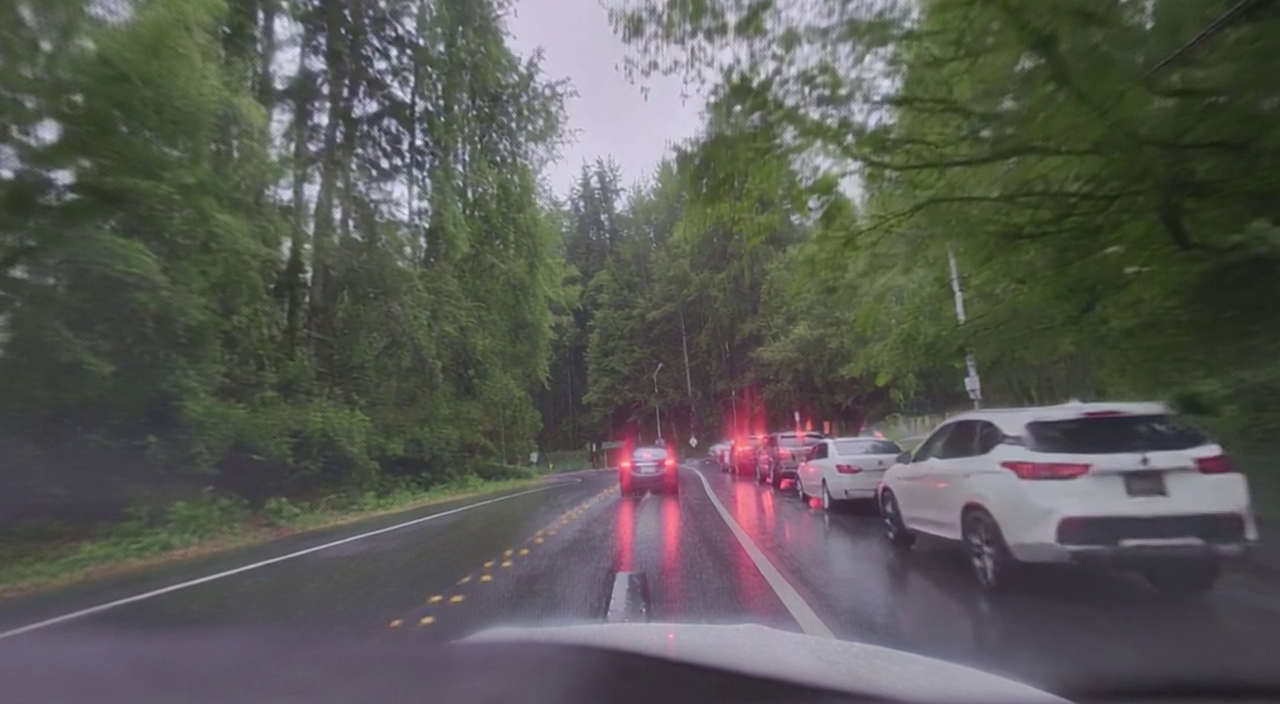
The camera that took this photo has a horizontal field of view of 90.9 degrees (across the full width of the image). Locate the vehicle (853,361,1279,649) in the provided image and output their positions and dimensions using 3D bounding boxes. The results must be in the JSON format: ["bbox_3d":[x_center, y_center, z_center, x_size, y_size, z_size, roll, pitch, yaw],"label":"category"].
[{"bbox_3d":[4.002,1.302,6.397,2.066,1.804,4.751,0,-8,1],"label":"vehicle"}]

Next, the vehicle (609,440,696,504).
[{"bbox_3d":[0.357,3.175,17.171,2.078,1.521,4.058,0,-8,2],"label":"vehicle"}]
